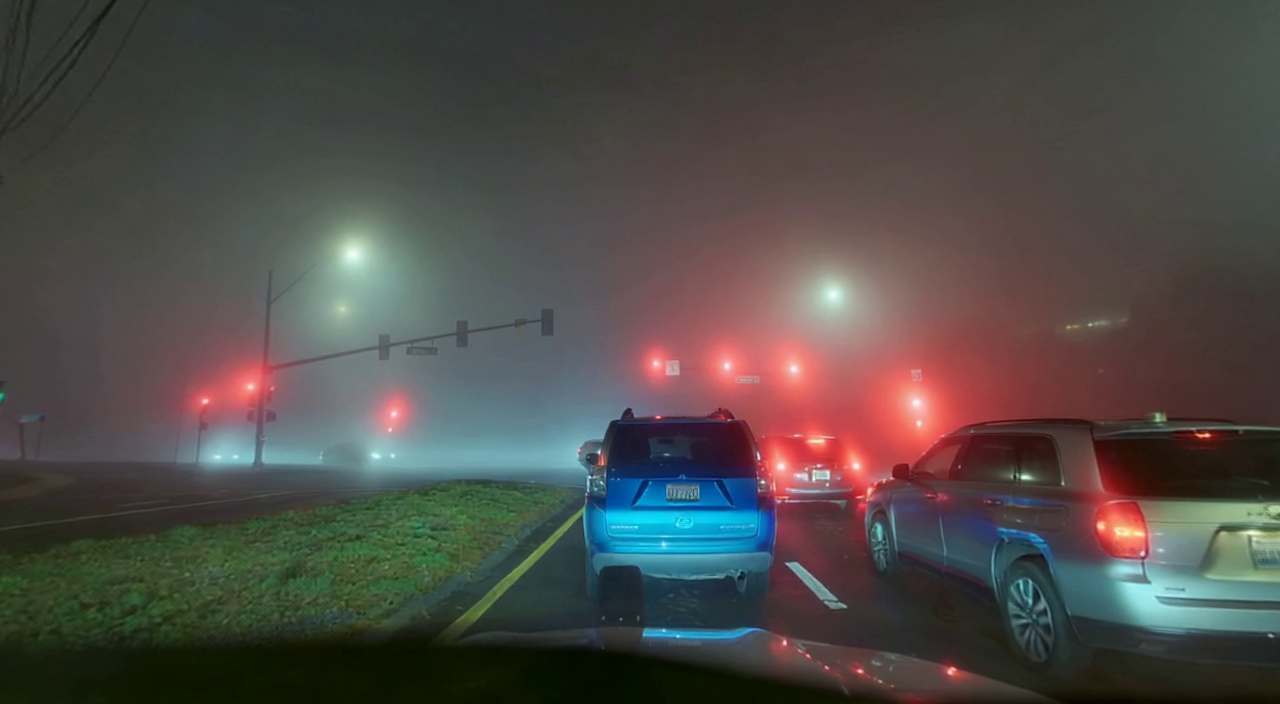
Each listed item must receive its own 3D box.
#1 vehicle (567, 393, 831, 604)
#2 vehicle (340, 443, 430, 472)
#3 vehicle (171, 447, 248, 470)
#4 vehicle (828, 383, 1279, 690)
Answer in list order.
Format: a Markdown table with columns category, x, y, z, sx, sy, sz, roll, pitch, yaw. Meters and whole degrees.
| category | x | y | z | sx | sy | sz | roll | pitch | yaw |
| --- | --- | --- | --- | --- | --- | --- | --- | --- | --- |
| vehicle | 0.445 | 1.562 | 7.615 | 2.240 | 1.778 | 4.335 | 0 | -8 | -2 |
| vehicle | -15.727 | 6.491 | 39.092 | 4.673 | 1.740 | 2.174 | -2 | -9 | 13 |
| vehicle | -29.626 | 7.311 | 43.462 | 4.411 | 1.466 | 1.998 | -3 | -9 | 19 |
| vehicle | 3.415 | 1.336 | 5.789 | 1.990 | 1.649 | 4.625 | 0 | -8 | 1 |
